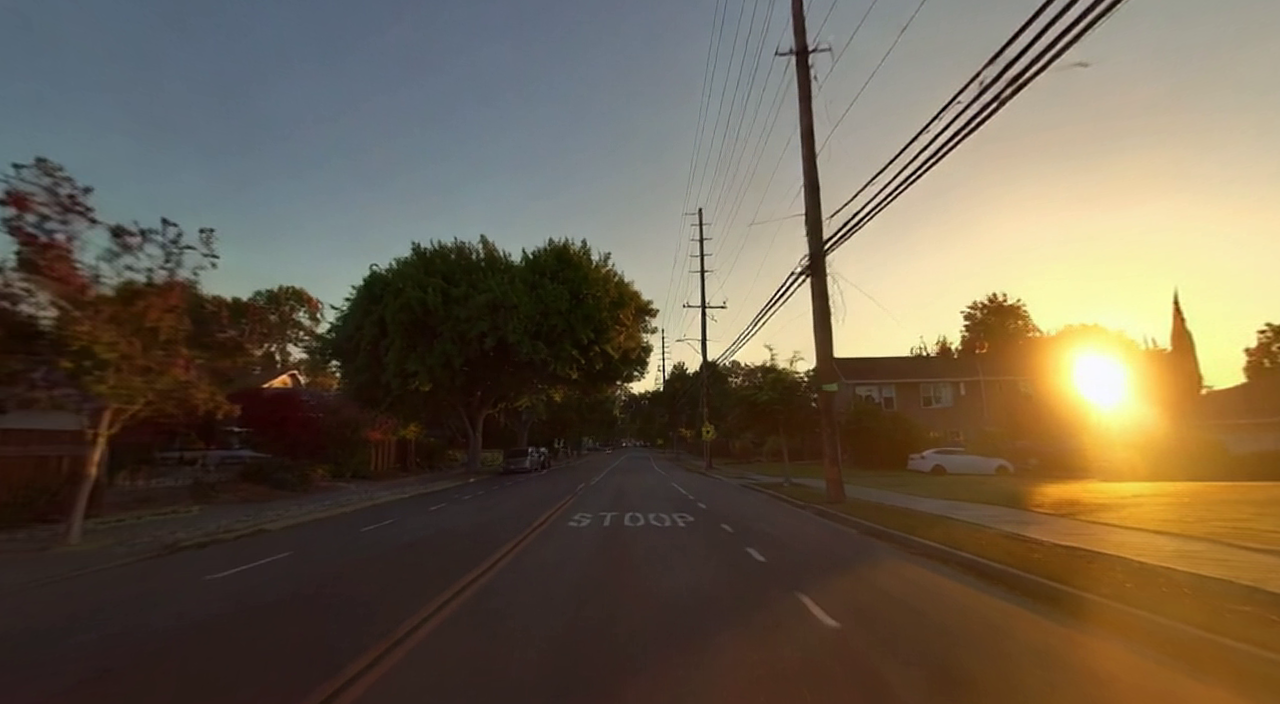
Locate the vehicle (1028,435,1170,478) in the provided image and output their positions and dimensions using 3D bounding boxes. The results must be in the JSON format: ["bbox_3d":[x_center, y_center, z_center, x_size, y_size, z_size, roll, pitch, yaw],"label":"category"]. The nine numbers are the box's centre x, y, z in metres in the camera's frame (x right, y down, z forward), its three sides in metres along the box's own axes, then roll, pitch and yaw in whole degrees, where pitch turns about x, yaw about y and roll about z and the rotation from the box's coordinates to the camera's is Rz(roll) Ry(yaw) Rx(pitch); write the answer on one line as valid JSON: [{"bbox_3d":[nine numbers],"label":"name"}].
[{"bbox_3d":[19.024,4.342,26.342,4.362,1.480,1.903,-3,-7,0],"label":"vehicle"}]

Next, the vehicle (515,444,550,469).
[{"bbox_3d":[-8.252,8.005,48.664,2.002,1.747,4.466,-1,-7,-1],"label":"vehicle"}]

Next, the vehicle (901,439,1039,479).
[{"bbox_3d":[13.684,4.434,26.397,4.624,1.420,2.045,-2,-8,-3],"label":"vehicle"}]
